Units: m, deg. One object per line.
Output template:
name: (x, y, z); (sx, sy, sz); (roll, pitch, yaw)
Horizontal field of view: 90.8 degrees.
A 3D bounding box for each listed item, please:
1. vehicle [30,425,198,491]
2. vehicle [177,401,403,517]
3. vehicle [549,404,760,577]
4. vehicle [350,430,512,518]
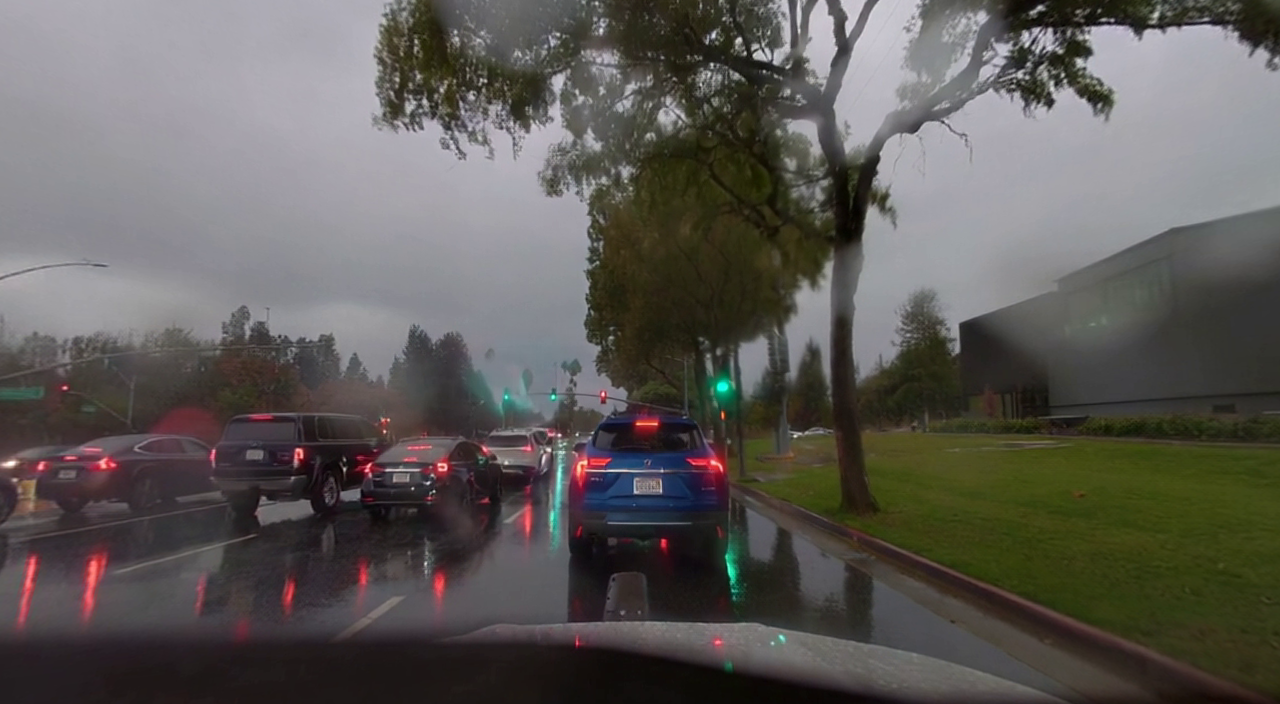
vehicle: (-17.678, 3.575, 21.589); (2.136, 1.976, 4.342); (0, -9, -4)
vehicle: (-7.403, 2.348, 14.245); (2.195, 2.093, 5.185); (0, -9, -2)
vehicle: (0.102, 1.676, 8.400); (2.055, 1.681, 4.270); (0, -9, -1)
vehicle: (-4.087, 2.453, 13.208); (1.942, 1.523, 4.212); (0, -9, 0)
